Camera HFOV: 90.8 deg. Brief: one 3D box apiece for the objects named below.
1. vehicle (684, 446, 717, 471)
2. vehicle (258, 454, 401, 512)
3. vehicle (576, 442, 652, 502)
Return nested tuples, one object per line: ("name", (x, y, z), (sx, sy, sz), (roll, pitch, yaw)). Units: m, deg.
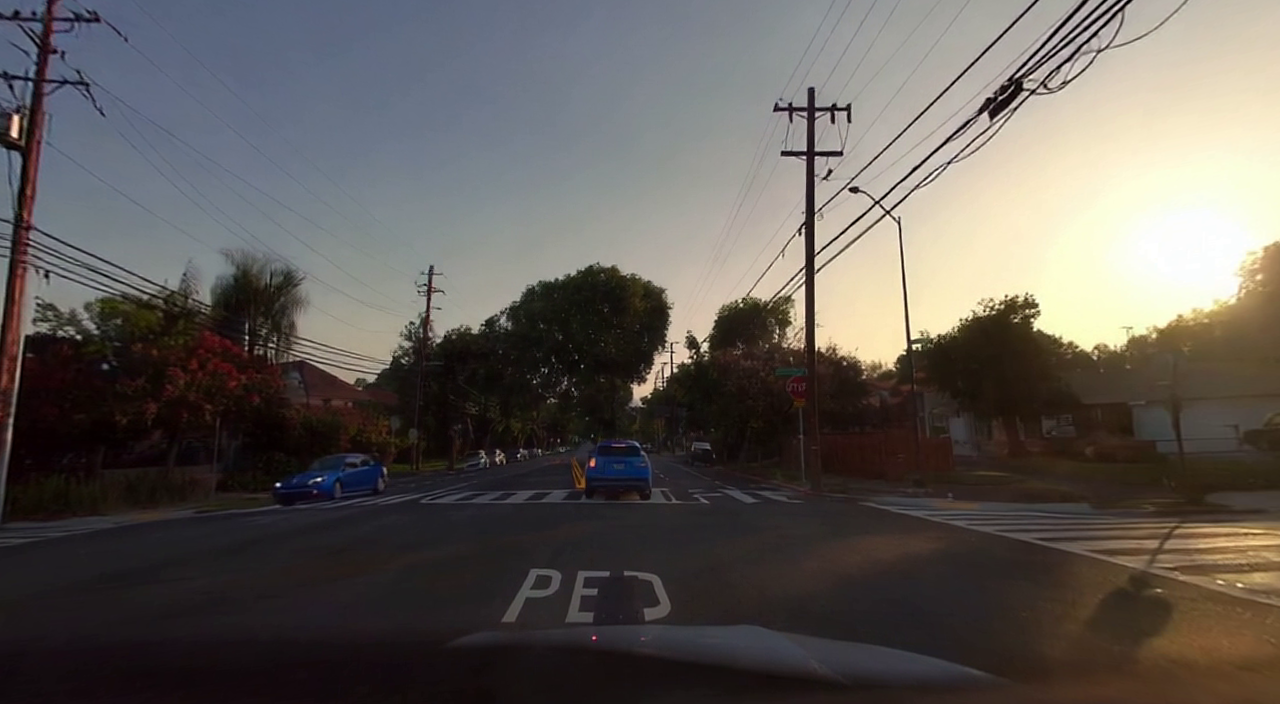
("vehicle", (4.428, 7.849, 46.926), (2.101, 1.744, 4.466), (0, -8, 0))
("vehicle", (-9.275, 3.913, 19.325), (1.934, 1.506, 4.032), (-1, -9, 7))
("vehicle", (-0.677, 3.260, 17.579), (1.877, 1.448, 3.830), (0, -8, -1))
